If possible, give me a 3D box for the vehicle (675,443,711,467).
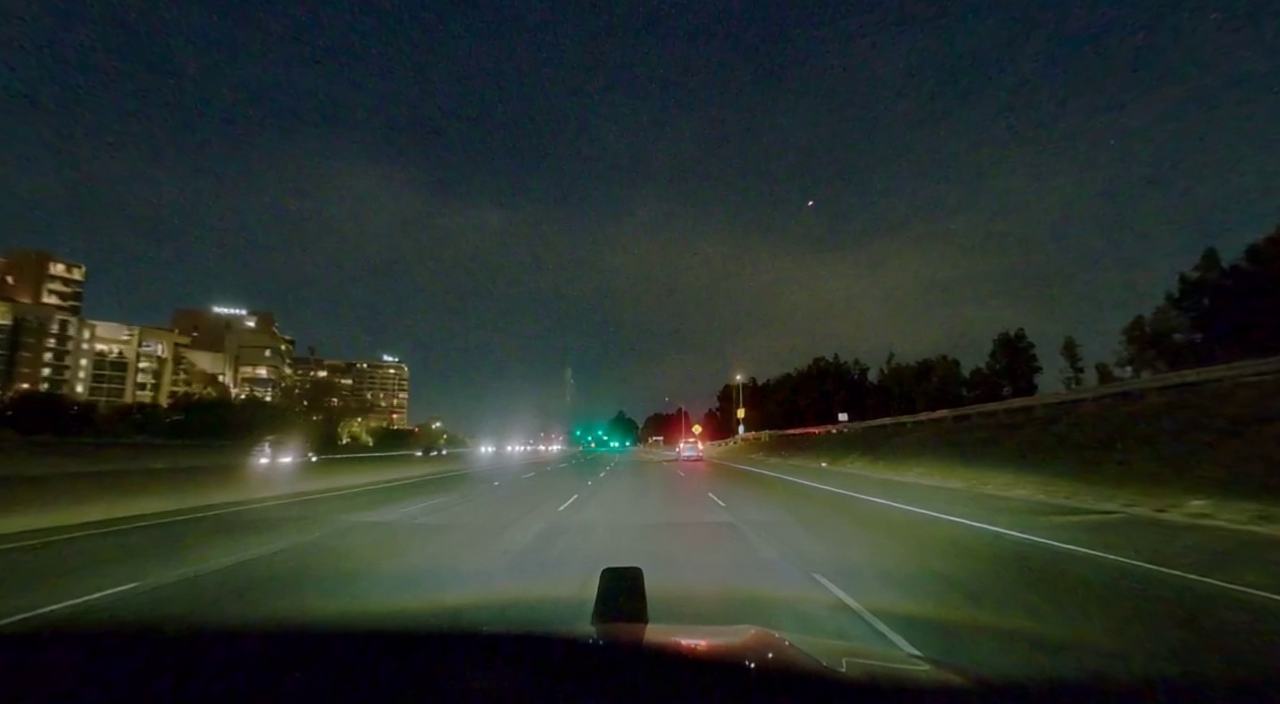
[{"bbox_3d":[3.449,6.762,41.672,1.926,1.477,4.025,0,-8,-2],"label":"vehicle"}]

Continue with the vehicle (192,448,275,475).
[{"bbox_3d":[-24.137,6.502,37.703,1.804,1.469,4.728,0,-9,0],"label":"vehicle"}]
